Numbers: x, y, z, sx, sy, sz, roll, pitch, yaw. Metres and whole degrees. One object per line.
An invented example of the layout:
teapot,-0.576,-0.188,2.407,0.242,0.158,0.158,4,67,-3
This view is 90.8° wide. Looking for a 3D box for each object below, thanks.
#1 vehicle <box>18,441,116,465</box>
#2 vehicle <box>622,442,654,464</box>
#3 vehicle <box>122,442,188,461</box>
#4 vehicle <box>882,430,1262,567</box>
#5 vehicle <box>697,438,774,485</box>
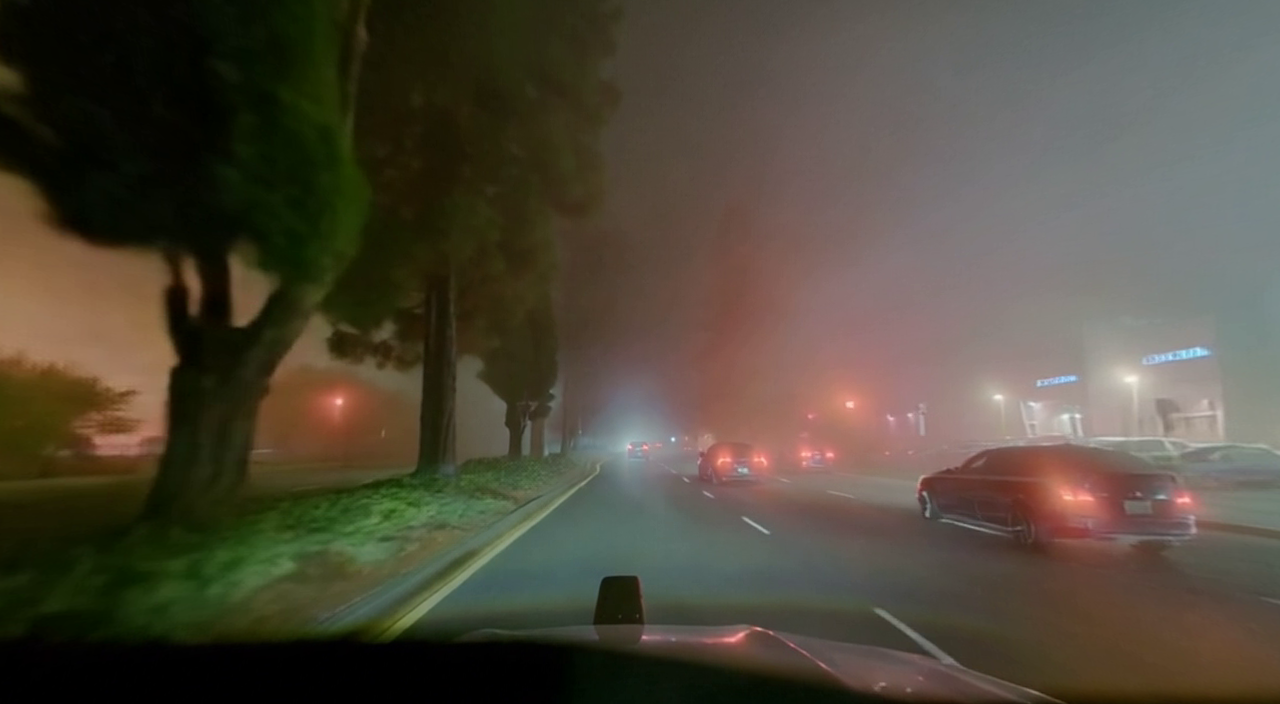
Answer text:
vehicle,-37.541,6.624,41.427,4.467,1.473,2.118,-1,-9,4
vehicle,-0.184,6.880,43.161,2.095,1.456,3.873,0,-8,-1
vehicle,-37.998,7.788,49.543,3.747,1.422,1.643,0,-9,-1
vehicle,5.794,1.984,9.473,2.098,1.507,4.655,1,-9,-6
vehicle,3.362,3.964,23.233,1.953,1.514,4.672,0,-8,-2
